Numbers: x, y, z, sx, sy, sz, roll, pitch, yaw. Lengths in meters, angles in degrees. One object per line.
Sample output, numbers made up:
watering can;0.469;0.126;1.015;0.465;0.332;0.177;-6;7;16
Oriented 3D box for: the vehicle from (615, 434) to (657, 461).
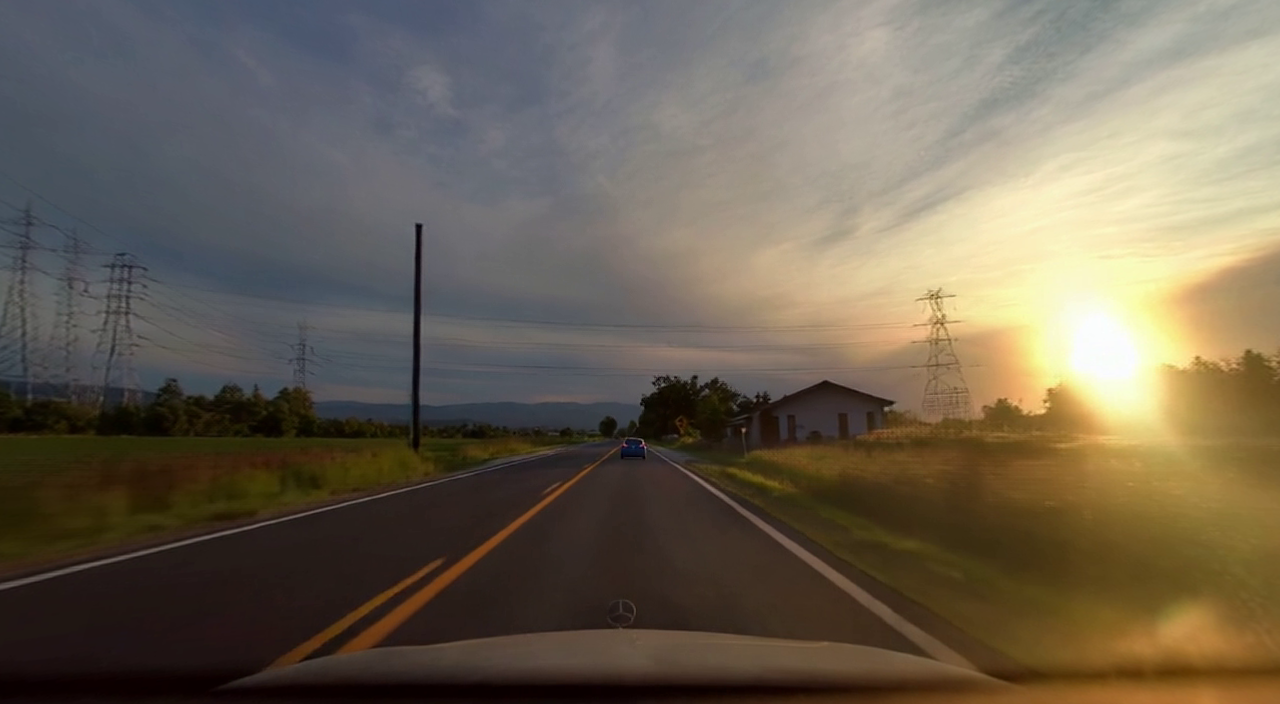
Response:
vehicle;-0.227;5.391;35.884;2.241;1.471;3.829;0;-8;-1
